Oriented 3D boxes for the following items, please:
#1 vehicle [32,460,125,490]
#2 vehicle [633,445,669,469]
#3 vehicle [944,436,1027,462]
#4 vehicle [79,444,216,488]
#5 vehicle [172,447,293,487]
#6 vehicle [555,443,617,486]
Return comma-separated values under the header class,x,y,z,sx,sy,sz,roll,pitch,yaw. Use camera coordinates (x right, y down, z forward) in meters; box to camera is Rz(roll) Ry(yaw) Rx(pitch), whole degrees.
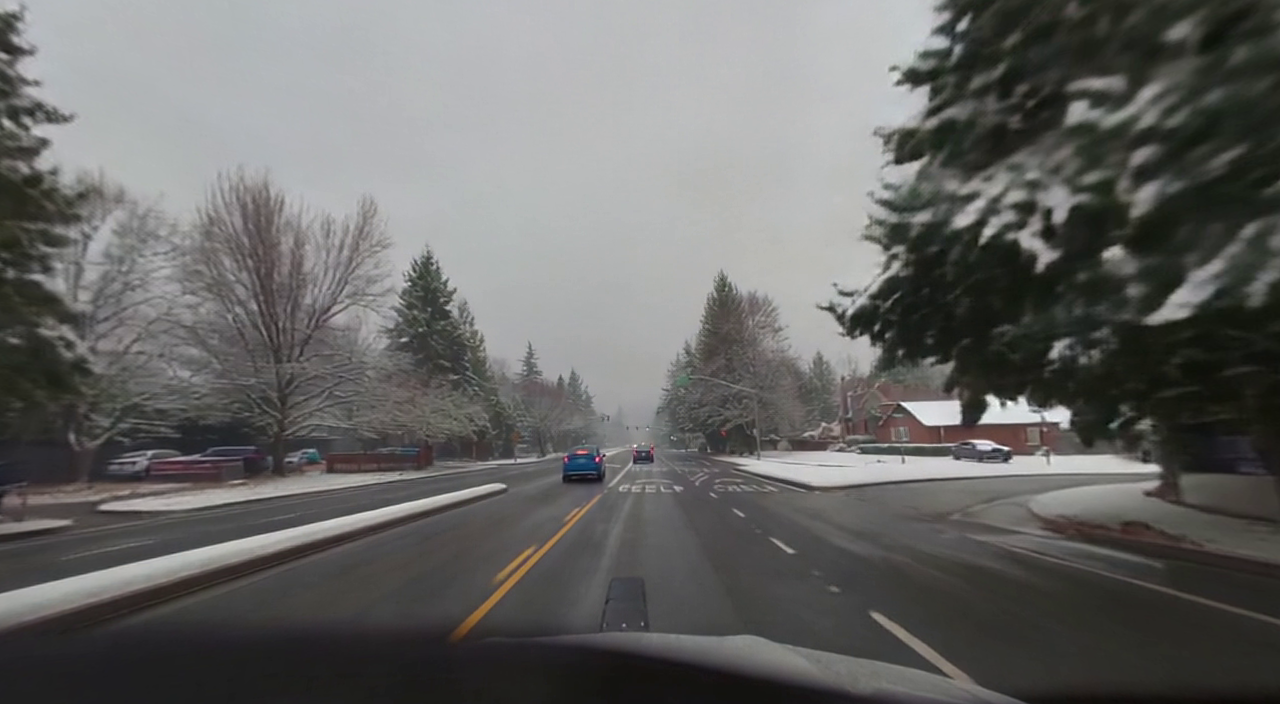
class,x,y,z,sx,sy,sz,roll,pitch,yaw
vehicle,-33.160,7.235,37.357,1.774,1.484,3.684,-5,-9,13
vehicle,0.697,6.902,41.730,2.226,1.505,4.128,0,-9,0
vehicle,22.838,6.424,41.744,4.318,1.601,1.975,0,-9,-3
vehicle,-27.868,6.419,36.041,2.161,2.233,5.937,-2,-9,14
vehicle,-22.357,6.278,34.950,2.173,1.849,5.752,-5,-9,12
vehicle,-1.978,4.278,24.391,2.158,1.469,4.909,0,-9,-2
